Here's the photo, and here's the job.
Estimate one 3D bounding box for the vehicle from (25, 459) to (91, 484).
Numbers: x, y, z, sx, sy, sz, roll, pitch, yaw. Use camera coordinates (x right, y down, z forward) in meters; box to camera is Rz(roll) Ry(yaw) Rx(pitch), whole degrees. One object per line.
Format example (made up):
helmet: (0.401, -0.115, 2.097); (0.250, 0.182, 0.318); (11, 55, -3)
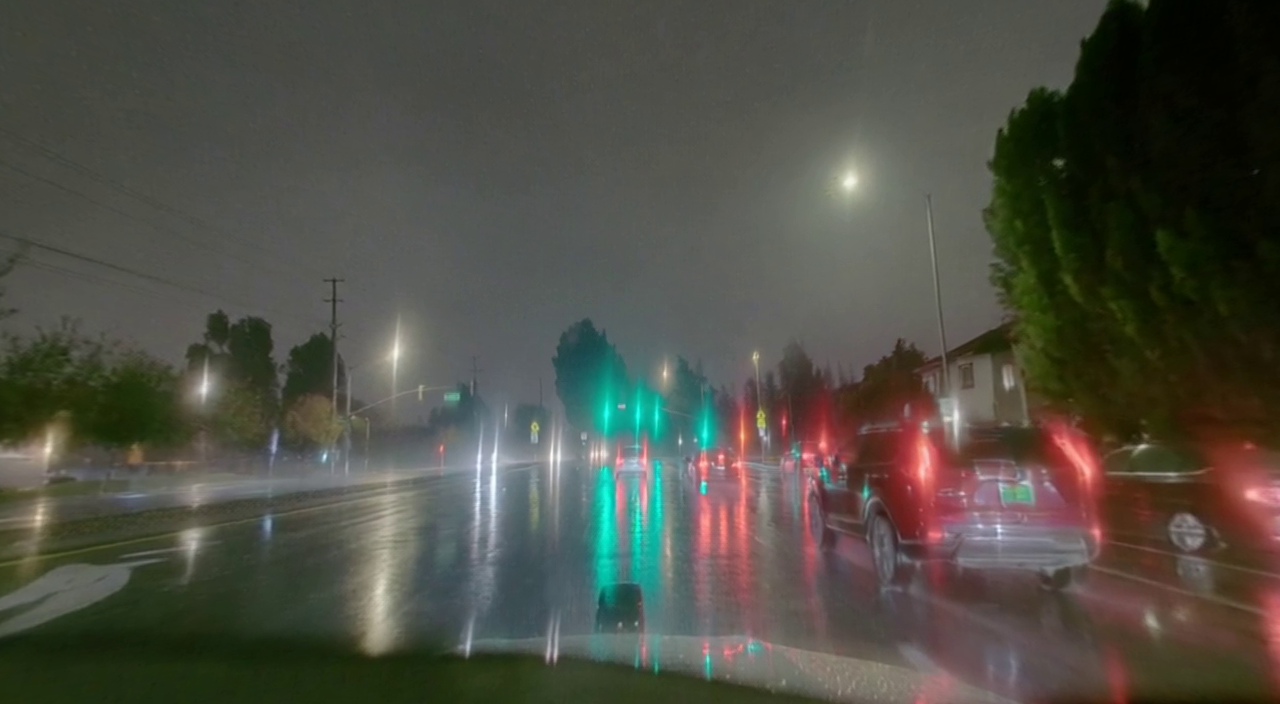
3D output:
vehicle: (-38.337, 7.840, 41.431); (4.260, 1.501, 1.892); (-5, -10, 30)

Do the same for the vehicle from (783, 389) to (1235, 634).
vehicle: (3.208, 1.506, 6.938); (2.129, 1.761, 4.610); (0, -9, 0)

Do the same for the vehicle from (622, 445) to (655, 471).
vehicle: (-0.131, 7.263, 43.330); (2.146, 1.685, 4.003); (0, -9, 0)

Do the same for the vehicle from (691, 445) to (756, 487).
vehicle: (3.086, 4.322, 24.105); (1.889, 1.451, 4.180); (0, -9, -1)
